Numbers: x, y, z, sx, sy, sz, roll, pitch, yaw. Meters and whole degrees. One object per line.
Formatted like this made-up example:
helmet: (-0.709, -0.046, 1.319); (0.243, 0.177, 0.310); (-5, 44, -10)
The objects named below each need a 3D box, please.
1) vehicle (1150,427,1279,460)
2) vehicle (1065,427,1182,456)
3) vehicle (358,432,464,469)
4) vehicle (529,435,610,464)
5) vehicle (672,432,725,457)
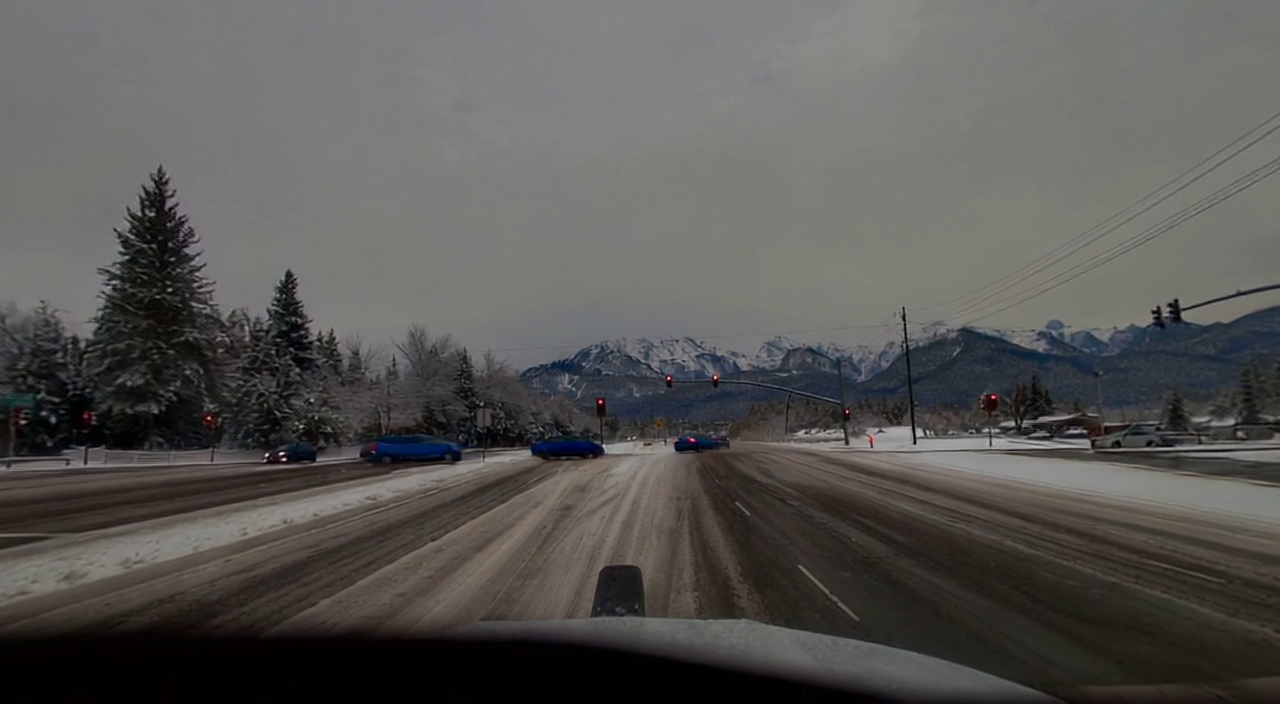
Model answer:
vehicle: (27.311, 4.309, 29.795); (4.778, 1.495, 1.959); (0, -9, 0)
vehicle: (28.369, 5.274, 37.202); (5.100, 1.680, 2.055); (0, -9, 1)
vehicle: (-11.472, 4.959, 31.778); (4.812, 1.735, 2.105); (3, -9, -21)
vehicle: (-4.093, 5.674, 36.836); (4.218, 1.542, 2.044); (6, -11, -36)
vehicle: (4.612, 7.200, 49.047); (2.246, 1.805, 5.228); (-5, -10, 27)
